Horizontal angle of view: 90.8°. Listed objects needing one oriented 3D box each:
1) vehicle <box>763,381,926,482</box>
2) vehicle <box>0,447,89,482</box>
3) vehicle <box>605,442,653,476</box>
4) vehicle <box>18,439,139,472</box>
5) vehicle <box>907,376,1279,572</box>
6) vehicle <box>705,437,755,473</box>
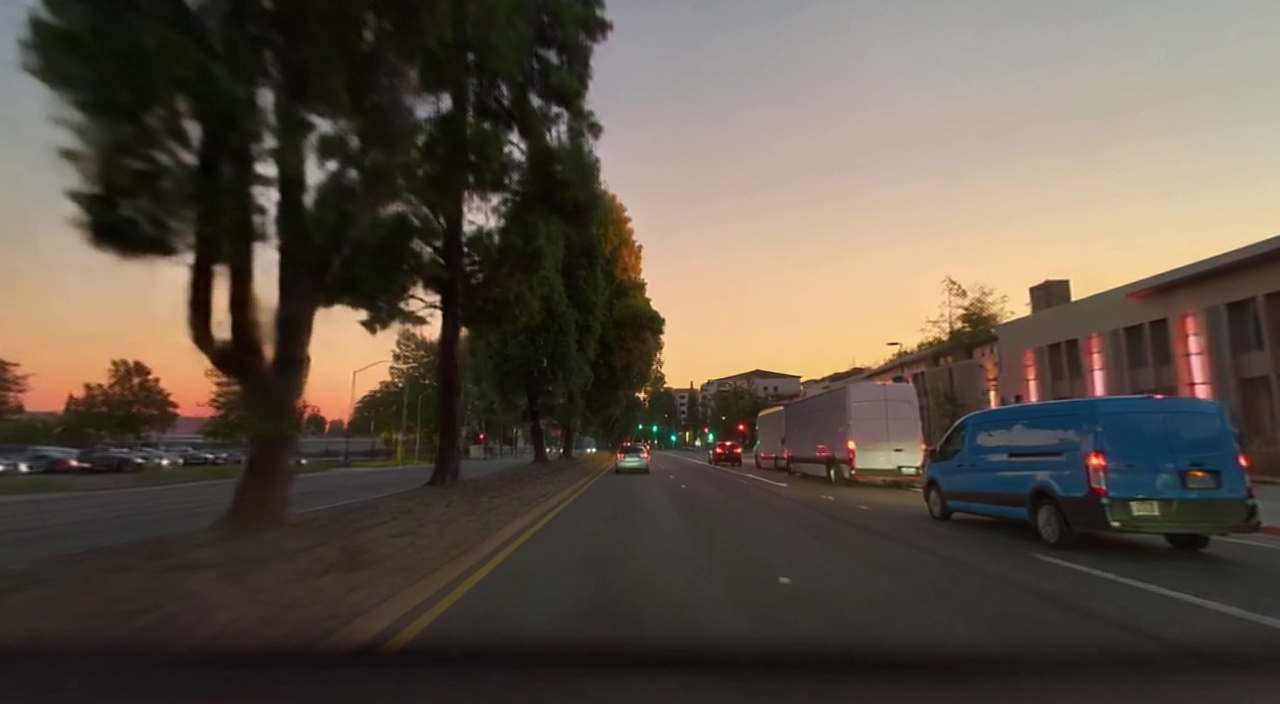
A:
[{"bbox_3d":[10.001,4.447,34.234,2.960,4.109,16.764,0,-8,-1],"label":"vehicle"},{"bbox_3d":[-29.928,5.438,30.584,4.496,1.599,2.090,0,-8,1],"label":"vehicle"},{"bbox_3d":[-0.529,4.960,29.500,2.095,1.456,3.873,0,-8,-1],"label":"vehicle"},{"bbox_3d":[-29.480,5.437,33.286,4.377,1.665,2.129,-1,-8,3],"label":"vehicle"},{"bbox_3d":[6.691,1.734,9.752,2.573,2.127,5.568,0,-8,-1],"label":"vehicle"},{"bbox_3d":[4.525,5.255,32.341,2.047,1.711,4.265,0,-8,1],"label":"vehicle"}]
